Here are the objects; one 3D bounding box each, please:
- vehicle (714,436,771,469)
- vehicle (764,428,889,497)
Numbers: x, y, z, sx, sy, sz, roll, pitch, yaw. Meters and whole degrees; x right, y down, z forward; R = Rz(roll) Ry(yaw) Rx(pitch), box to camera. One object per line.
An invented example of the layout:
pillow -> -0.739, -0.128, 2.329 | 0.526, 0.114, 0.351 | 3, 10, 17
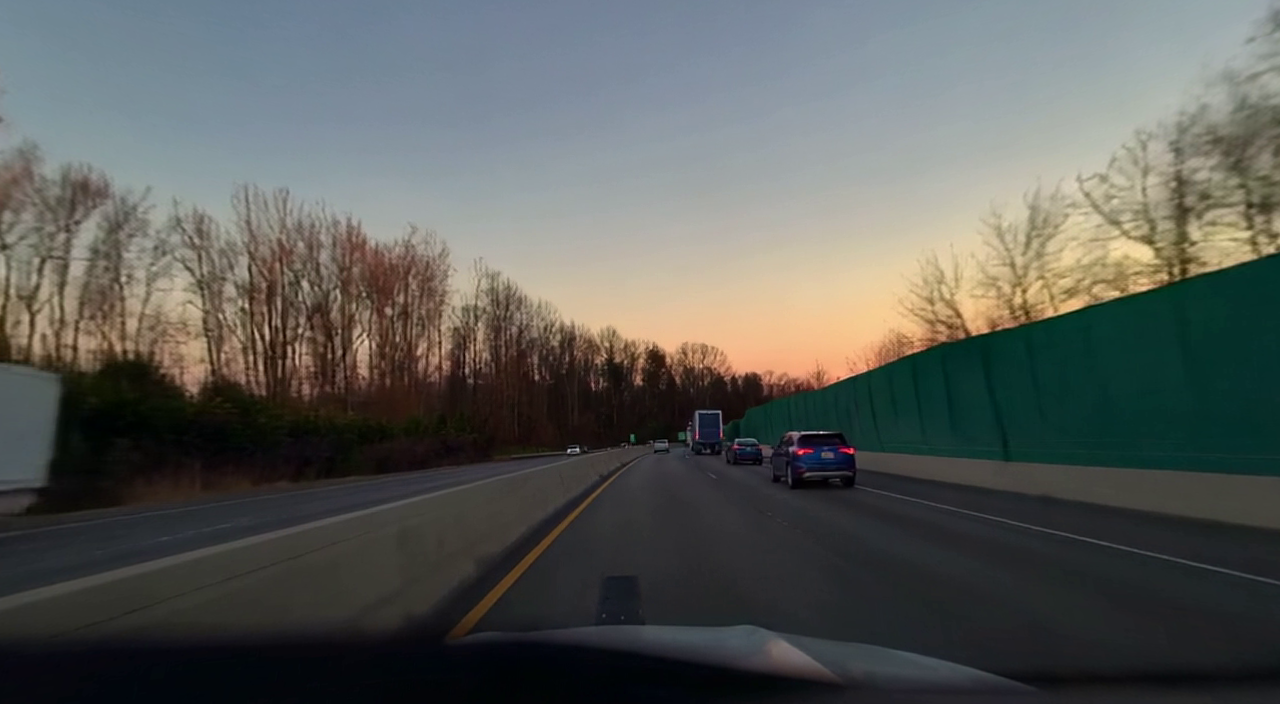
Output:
vehicle -> 4.904, 4.884, 30.754 | 2.000, 1.473, 4.440 | 0, -8, 0
vehicle -> 4.608, 2.782, 16.224 | 1.940, 1.539, 4.005 | 0, -8, -1
